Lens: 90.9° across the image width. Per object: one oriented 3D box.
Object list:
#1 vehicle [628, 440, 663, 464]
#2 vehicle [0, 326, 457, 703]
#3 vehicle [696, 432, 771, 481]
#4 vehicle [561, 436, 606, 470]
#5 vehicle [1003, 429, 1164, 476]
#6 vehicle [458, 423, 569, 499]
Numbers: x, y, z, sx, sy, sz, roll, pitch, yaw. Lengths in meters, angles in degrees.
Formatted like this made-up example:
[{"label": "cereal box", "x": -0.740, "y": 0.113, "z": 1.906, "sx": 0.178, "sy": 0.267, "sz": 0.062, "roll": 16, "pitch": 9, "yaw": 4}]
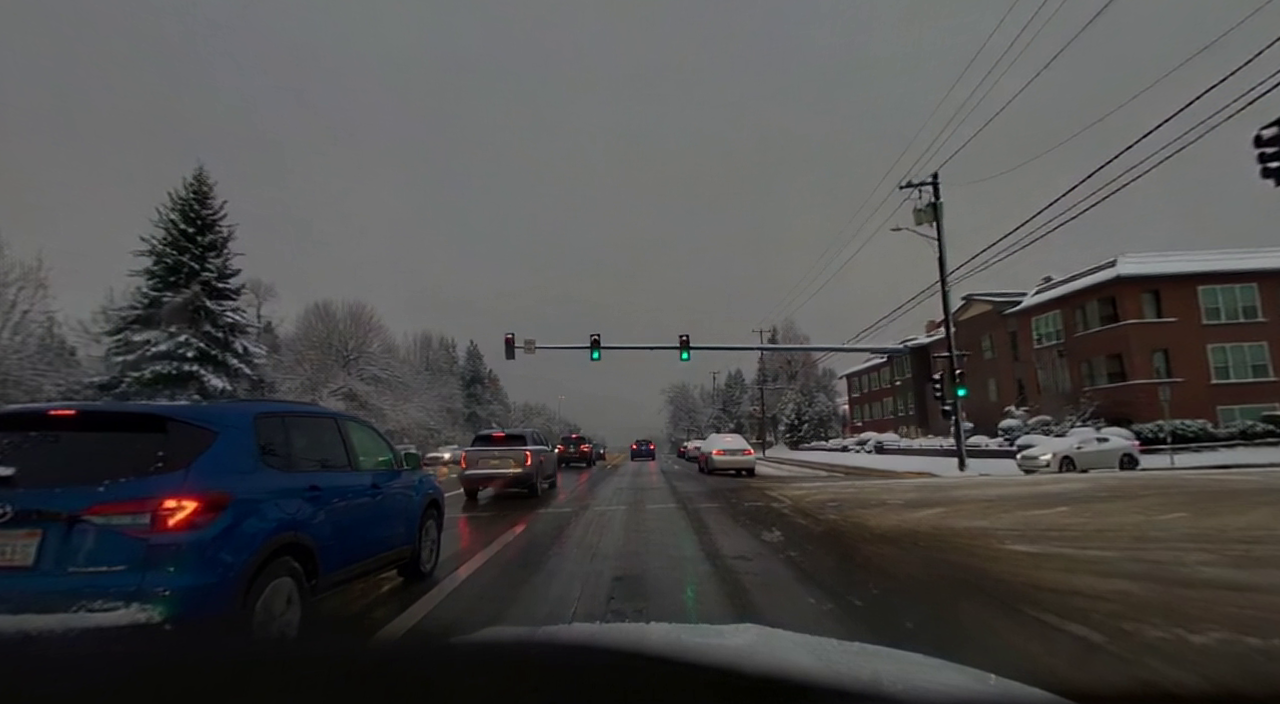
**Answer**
[{"label": "vehicle", "x": 0.362, "y": 6.642, "z": 41.849, "sx": 2.185, "sy": 1.515, "sz": 4.215, "roll": 0, "pitch": -8, "yaw": 1}, {"label": "vehicle", "x": -3.079, "y": 1.079, "z": 4.587, "sx": 2.127, "sy": 1.754, "sz": 4.287, "roll": 0, "pitch": -8, "yaw": 1}, {"label": "vehicle", "x": 3.529, "y": 4.086, "z": 24.803, "sx": 2.201, "sy": 1.734, "sz": 4.564, "roll": 0, "pitch": -8, "yaw": -1}, {"label": "vehicle", "x": -2.915, "y": 5.290, "z": 33.250, "sx": 1.900, "sy": 1.677, "sz": 4.128, "roll": 0, "pitch": -8, "yaw": 2}, {"label": "vehicle", "x": 15.643, "y": 3.581, "z": 22.501, "sx": 4.119, "sy": 1.574, "sz": 2.028, "roll": -1, "pitch": -9, "yaw": 10}, {"label": "vehicle", "x": -3.179, "y": 2.848, "z": 16.799, "sx": 1.958, "sy": 1.744, "sz": 4.315, "roll": 0, "pitch": -8, "yaw": 2}]
